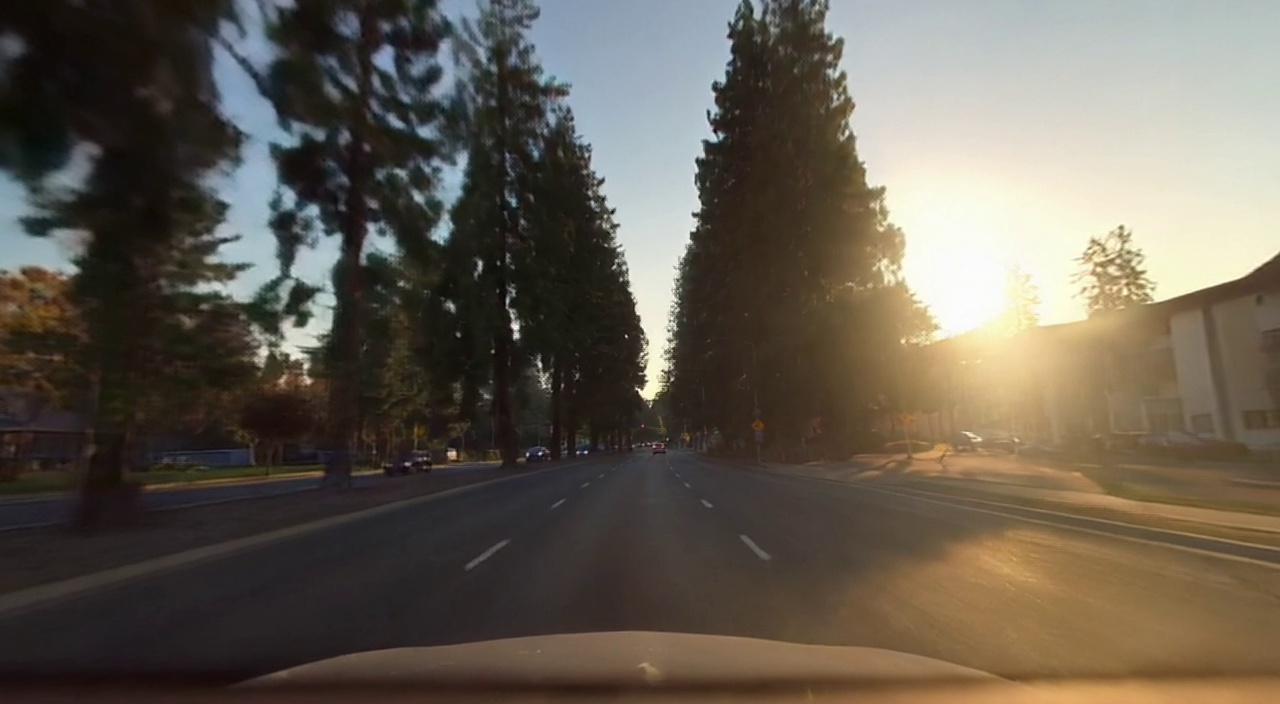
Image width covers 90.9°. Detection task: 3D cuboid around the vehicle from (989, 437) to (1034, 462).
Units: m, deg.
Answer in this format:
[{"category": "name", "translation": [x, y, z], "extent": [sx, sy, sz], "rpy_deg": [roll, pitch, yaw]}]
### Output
[{"category": "vehicle", "translation": [26.025, 6.802, 44.314], "extent": [1.823, 1.466, 4.676], "rpy_deg": [-7, -8, 20]}]

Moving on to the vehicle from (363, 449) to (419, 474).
[{"category": "vehicle", "translation": [-16.441, 7.224, 41.922], "extent": [1.928, 1.531, 4.329], "rpy_deg": [0, -8, 0]}]

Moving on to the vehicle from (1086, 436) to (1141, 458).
[{"category": "vehicle", "translation": [32.670, 6.570, 43.636], "extent": [1.868, 1.434, 4.425], "rpy_deg": [-3, -9, 21]}]
